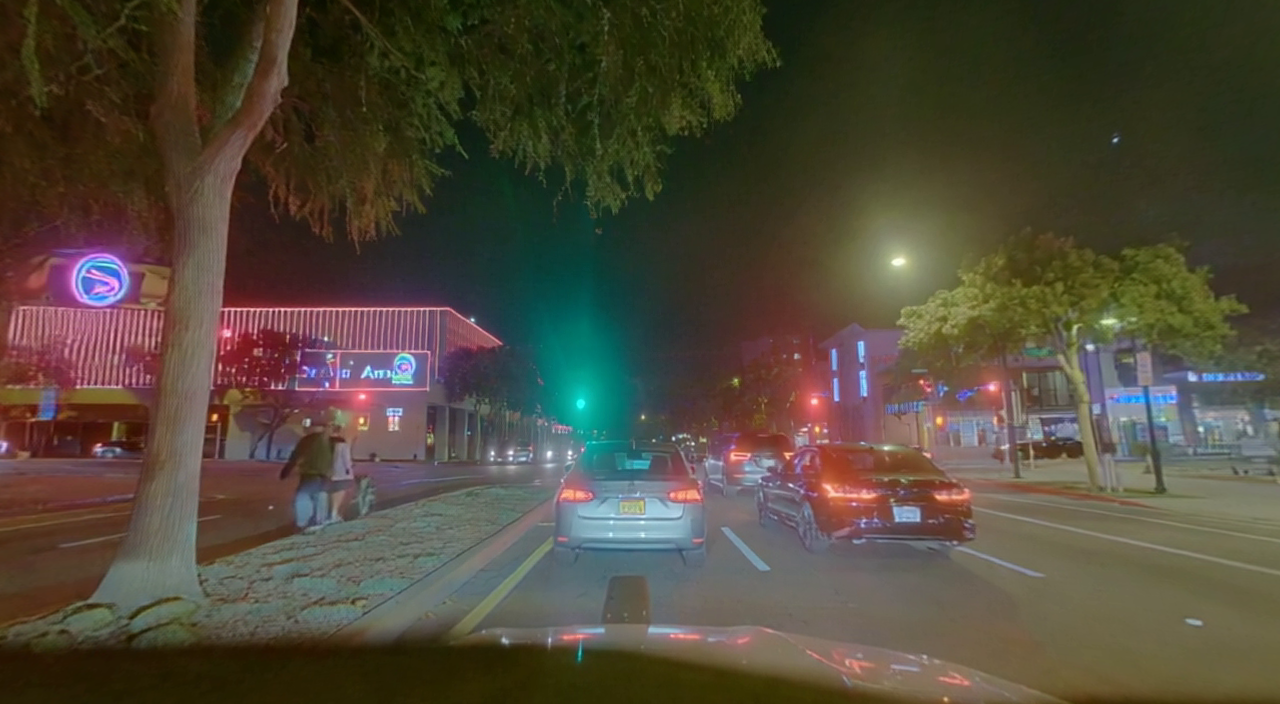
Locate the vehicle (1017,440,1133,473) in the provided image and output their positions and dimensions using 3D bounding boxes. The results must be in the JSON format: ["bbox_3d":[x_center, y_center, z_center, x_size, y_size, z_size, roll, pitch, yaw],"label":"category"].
[{"bbox_3d":[22.947,5.548,33.409,4.610,1.622,1.934,-1,-8,4],"label":"vehicle"}]

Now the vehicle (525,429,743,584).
[{"bbox_3d":[-0.094,1.791,8.180,2.087,1.456,4.143,0,-8,-1],"label":"vehicle"}]

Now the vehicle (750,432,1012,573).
[{"bbox_3d":[2.906,1.894,8.780,1.893,1.446,4.270,0,-8,-1],"label":"vehicle"}]
